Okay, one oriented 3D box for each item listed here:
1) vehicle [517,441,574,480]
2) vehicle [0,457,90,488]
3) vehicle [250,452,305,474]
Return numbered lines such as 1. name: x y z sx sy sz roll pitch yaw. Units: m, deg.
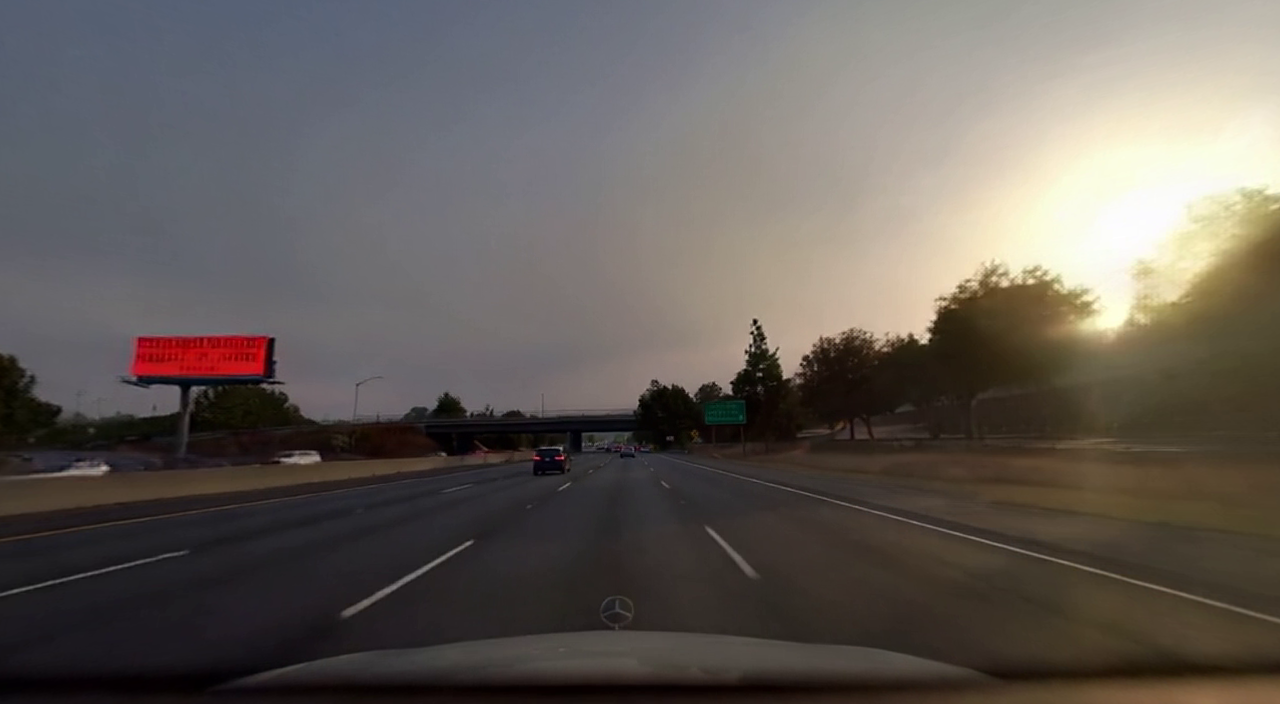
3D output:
1. vehicle: -4.503 5.258 30.824 2.102 1.727 4.704 0 -9 0
2. vehicle: -28.847 5.808 30.550 1.492 1.347 3.297 0 -9 -1
3. vehicle: -24.906 7.589 43.503 1.633 1.412 3.619 -1 -9 0
